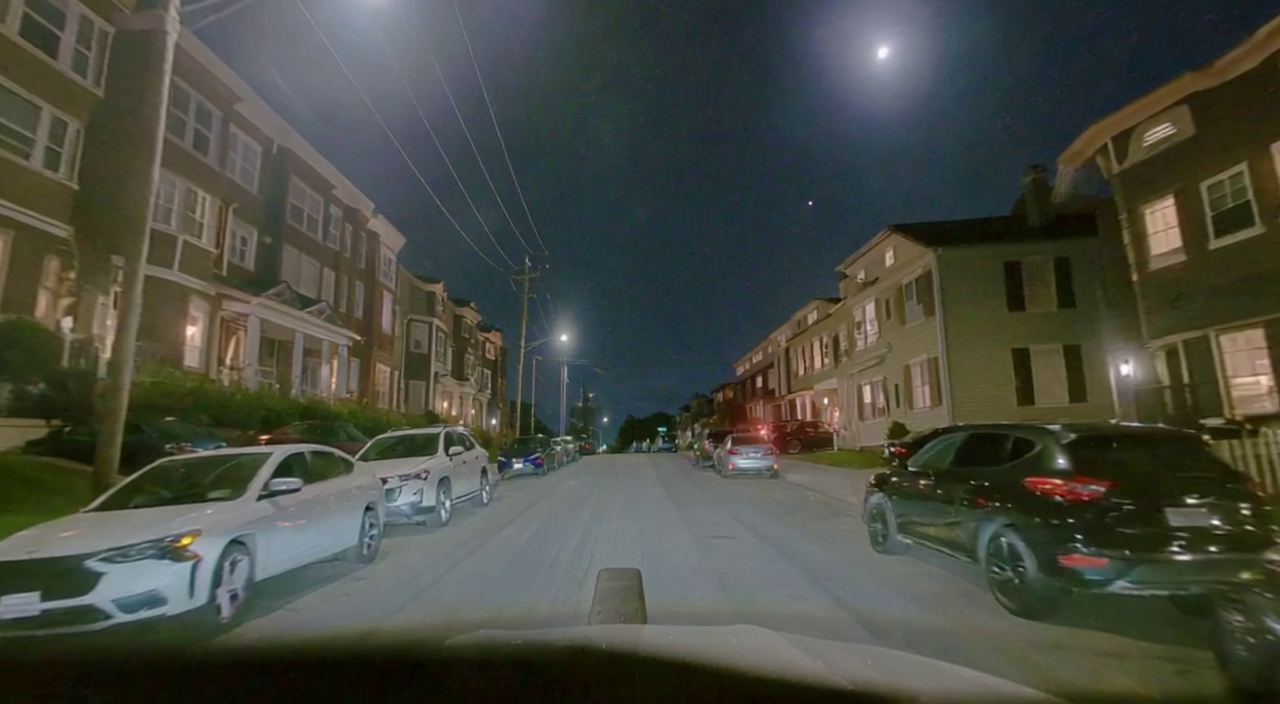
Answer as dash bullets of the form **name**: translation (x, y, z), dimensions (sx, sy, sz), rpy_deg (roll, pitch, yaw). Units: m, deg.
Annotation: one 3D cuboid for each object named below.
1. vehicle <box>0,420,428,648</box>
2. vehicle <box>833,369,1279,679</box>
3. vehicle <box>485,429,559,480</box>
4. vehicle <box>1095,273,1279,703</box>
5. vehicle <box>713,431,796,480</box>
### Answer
- **vehicle**: translation (-3.829, 1.515, 6.498), dimensions (2.024, 1.460, 4.600), rpy_deg (0, -8, -4)
- **vehicle**: translation (3.702, 1.322, 6.042), dimensions (2.025, 1.741, 4.748), rpy_deg (0, -8, -2)
- **vehicle**: translation (-4.382, 3.970, 24.219), dimensions (2.031, 1.708, 4.746), rpy_deg (-2, -10, -1)
- **vehicle**: translation (3.699, 0.411, 0.730), dimensions (2.066, 1.990, 5.511), rpy_deg (0, -8, -2)
- **vehicle**: translation (3.601, 3.370, 20.754), dimensions (2.083, 1.407, 4.506), rpy_deg (0, -8, 3)
